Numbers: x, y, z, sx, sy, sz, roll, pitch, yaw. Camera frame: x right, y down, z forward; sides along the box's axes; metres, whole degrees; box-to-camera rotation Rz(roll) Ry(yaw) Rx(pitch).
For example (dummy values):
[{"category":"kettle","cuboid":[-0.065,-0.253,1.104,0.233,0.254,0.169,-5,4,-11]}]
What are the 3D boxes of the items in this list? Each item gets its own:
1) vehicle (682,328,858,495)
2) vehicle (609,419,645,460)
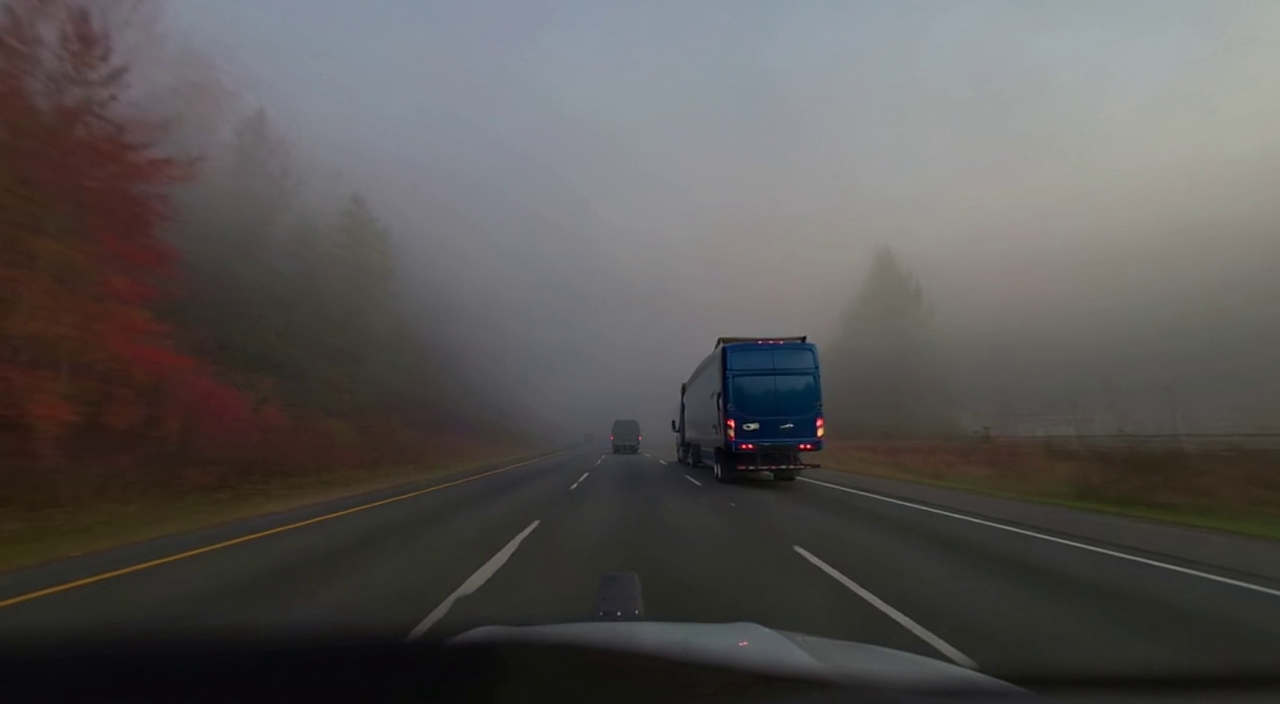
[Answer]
[{"category":"vehicle","cuboid":[3.627,2.322,22.146,3.128,4.087,13.351,0,-8,-1]},{"category":"vehicle","cuboid":[-0.880,6.057,43.677,2.389,2.637,5.437,0,-8,-1]}]
